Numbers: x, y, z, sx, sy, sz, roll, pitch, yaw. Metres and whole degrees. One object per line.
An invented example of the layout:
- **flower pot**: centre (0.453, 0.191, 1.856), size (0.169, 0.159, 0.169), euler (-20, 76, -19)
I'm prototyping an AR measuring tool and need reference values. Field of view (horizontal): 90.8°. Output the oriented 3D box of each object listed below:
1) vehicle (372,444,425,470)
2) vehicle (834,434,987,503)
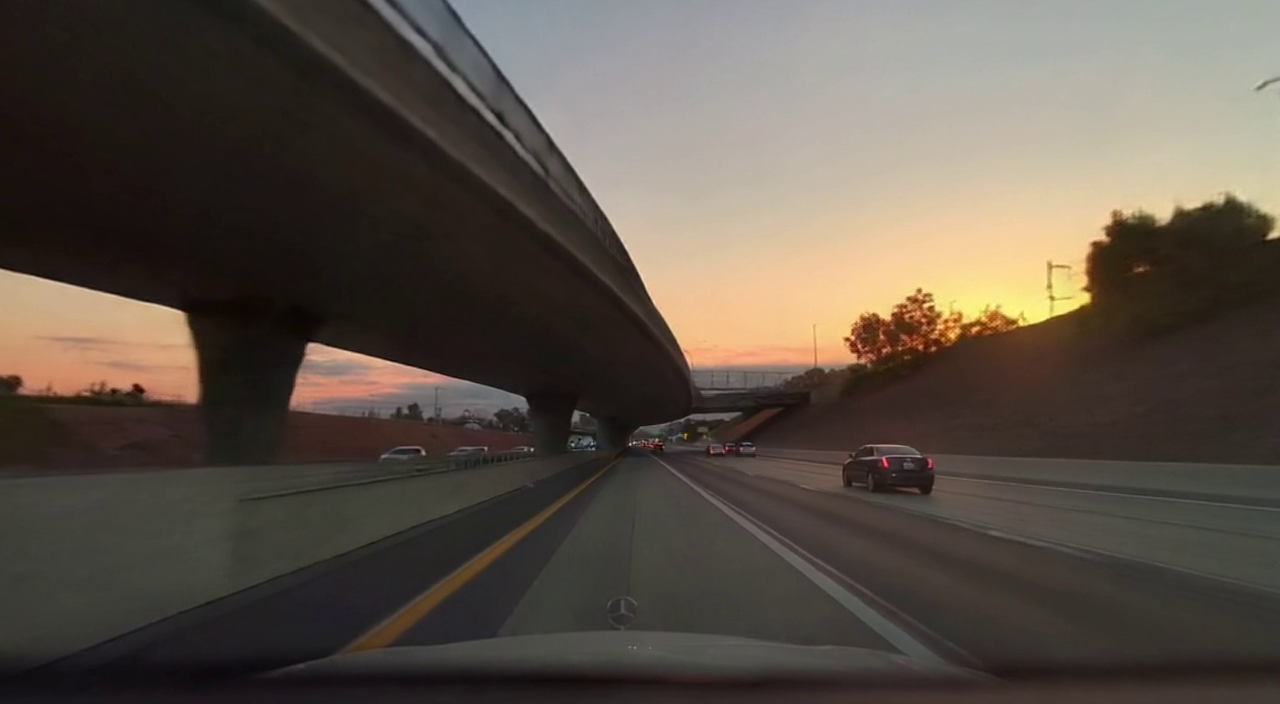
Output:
- **vehicle**: centre (-17.329, 7.541, 45.561), size (1.965, 1.742, 4.623), euler (0, -8, 1)
- **vehicle**: centre (6.876, 3.008, 16.746), size (1.901, 1.548, 4.684), euler (0, -9, -1)
